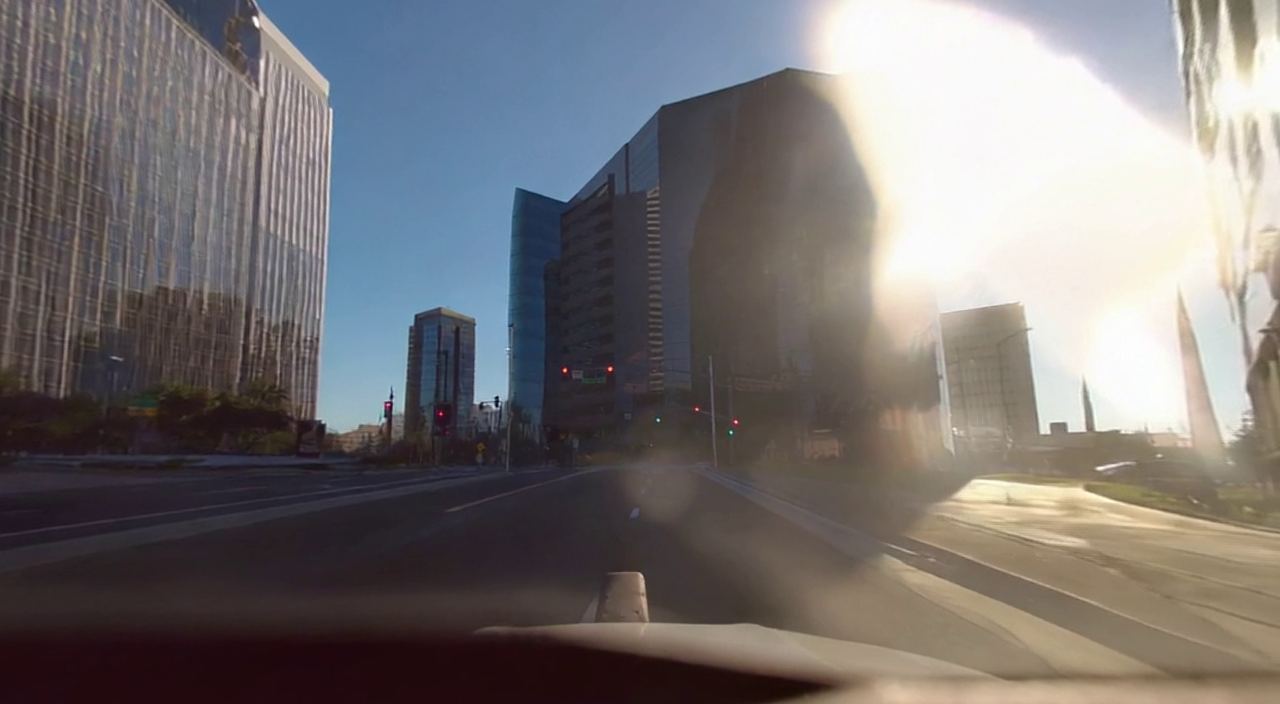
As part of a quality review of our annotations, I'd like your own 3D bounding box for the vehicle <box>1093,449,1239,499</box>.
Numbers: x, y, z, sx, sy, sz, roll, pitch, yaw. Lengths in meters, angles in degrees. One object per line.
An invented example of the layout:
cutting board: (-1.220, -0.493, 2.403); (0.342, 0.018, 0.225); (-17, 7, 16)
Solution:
vehicle: (28.988, 6.913, 35.115); (2.599, 2.380, 6.013); (-1, -14, -2)
